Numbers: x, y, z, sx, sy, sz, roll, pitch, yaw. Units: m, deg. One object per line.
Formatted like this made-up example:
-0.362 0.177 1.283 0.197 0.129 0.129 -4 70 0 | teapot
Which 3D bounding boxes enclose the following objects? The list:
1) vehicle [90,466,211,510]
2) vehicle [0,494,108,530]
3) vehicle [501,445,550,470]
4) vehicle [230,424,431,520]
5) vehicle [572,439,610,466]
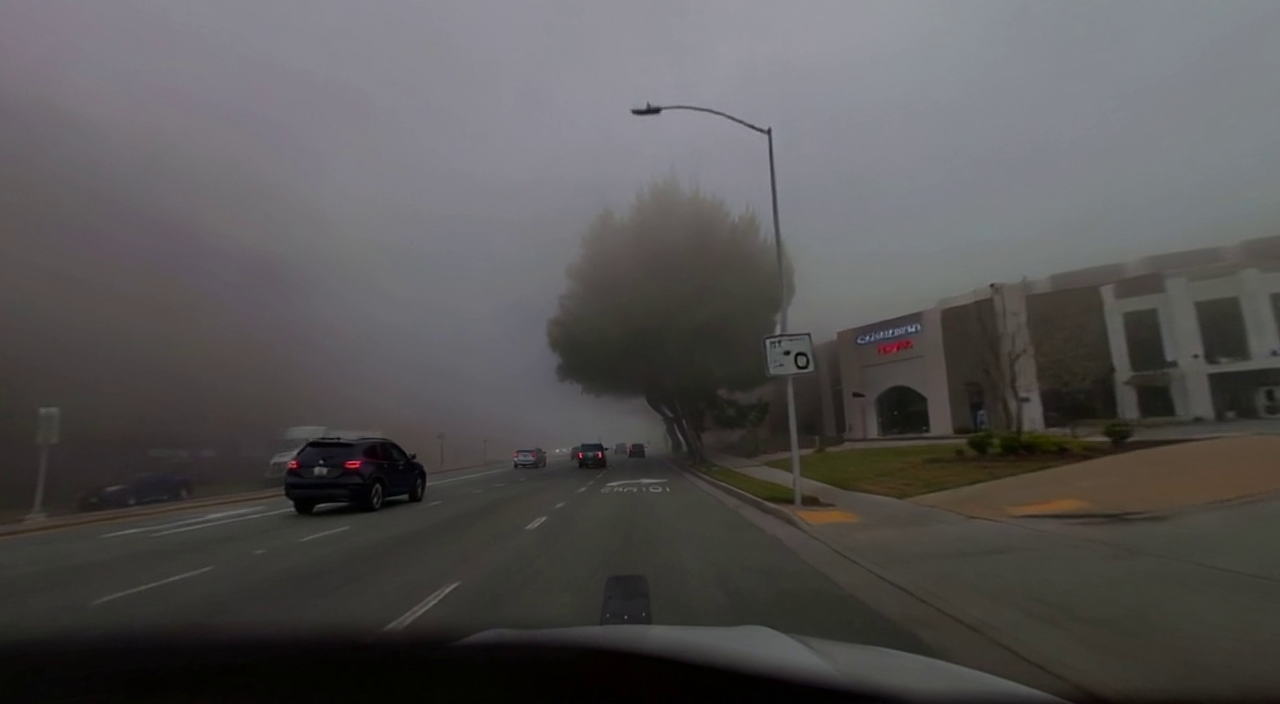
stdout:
-22.070 6.098 28.707 1.900 1.467 4.655 -6 -8 -1 | vehicle
-18.358 4.873 19.319 0.944 0.724 3.568 1 -9 2 | vehicle
-6.827 6.364 38.087 2.072 1.427 4.328 0 -9 1 | vehicle
-6.789 2.694 14.627 2.137 1.835 4.844 0 -9 1 | vehicle
-3.148 6.566 41.158 2.100 1.661 3.837 0 -9 1 | vehicle
